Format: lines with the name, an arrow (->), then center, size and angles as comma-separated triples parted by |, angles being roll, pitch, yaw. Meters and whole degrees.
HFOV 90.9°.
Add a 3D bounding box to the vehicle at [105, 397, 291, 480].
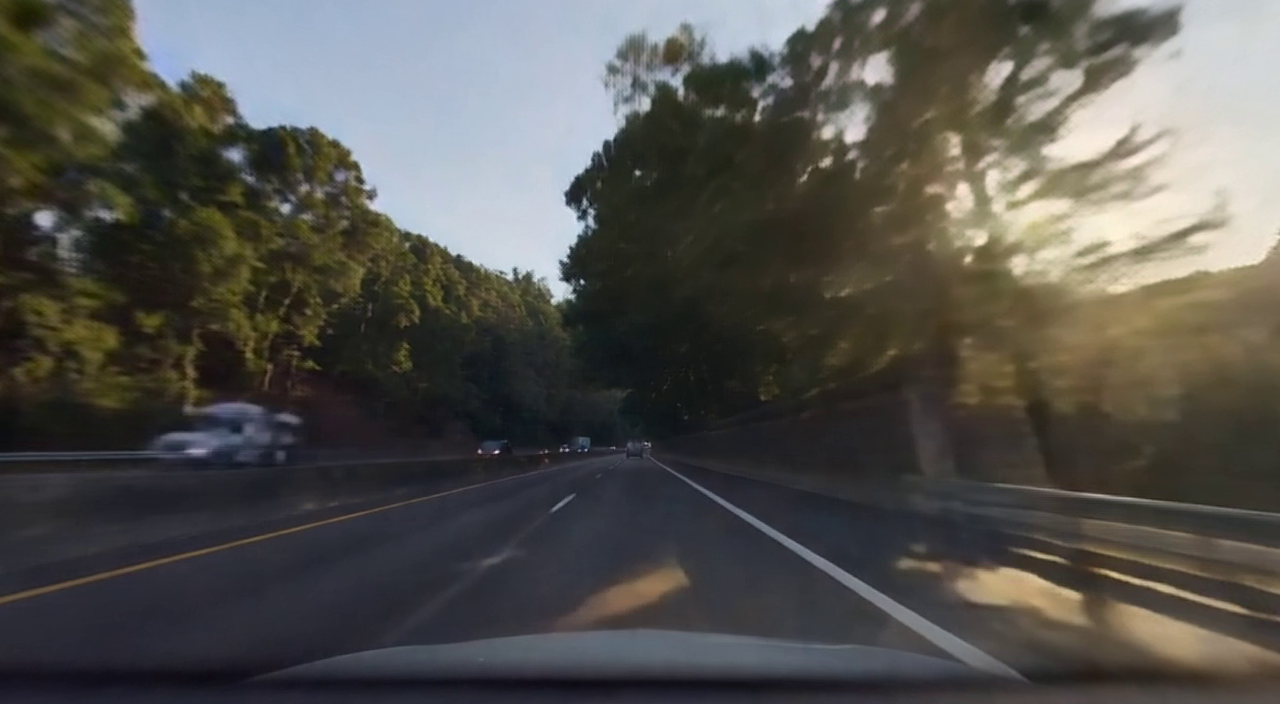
vehicle -> -16.269, 3.320, 23.861 | 2.441, 2.701, 6.215 | 0, -9, 0
